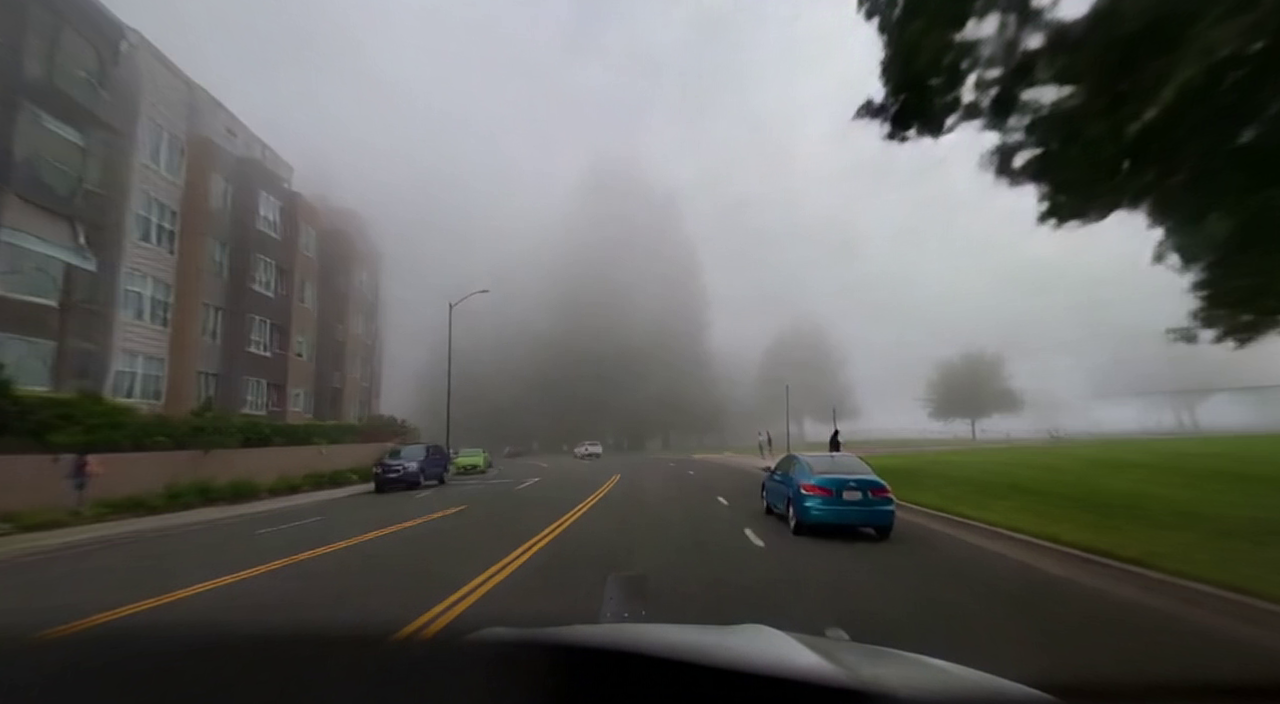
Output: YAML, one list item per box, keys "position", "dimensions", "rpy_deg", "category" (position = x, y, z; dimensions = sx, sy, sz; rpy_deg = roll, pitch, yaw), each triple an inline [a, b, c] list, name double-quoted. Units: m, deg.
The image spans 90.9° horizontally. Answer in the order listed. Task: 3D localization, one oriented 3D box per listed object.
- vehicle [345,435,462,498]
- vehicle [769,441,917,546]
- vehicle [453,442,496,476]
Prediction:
- position: [-8.640, 4.202, 23.586]
  dimensions: [2.347, 1.846, 4.915]
  rpy_deg: [-6, -9, 1]
  category: "vehicle"
- position: [2.928, 2.071, 9.576]
  dimensions: [1.559, 1.351, 2.452]
  rpy_deg: [-1, -10, 4]
  category: "vehicle"
- position: [-9.237, 5.936, 35.386]
  dimensions: [1.994, 1.697, 4.436]
  rpy_deg: [1, -8, -11]
  category: "vehicle"
